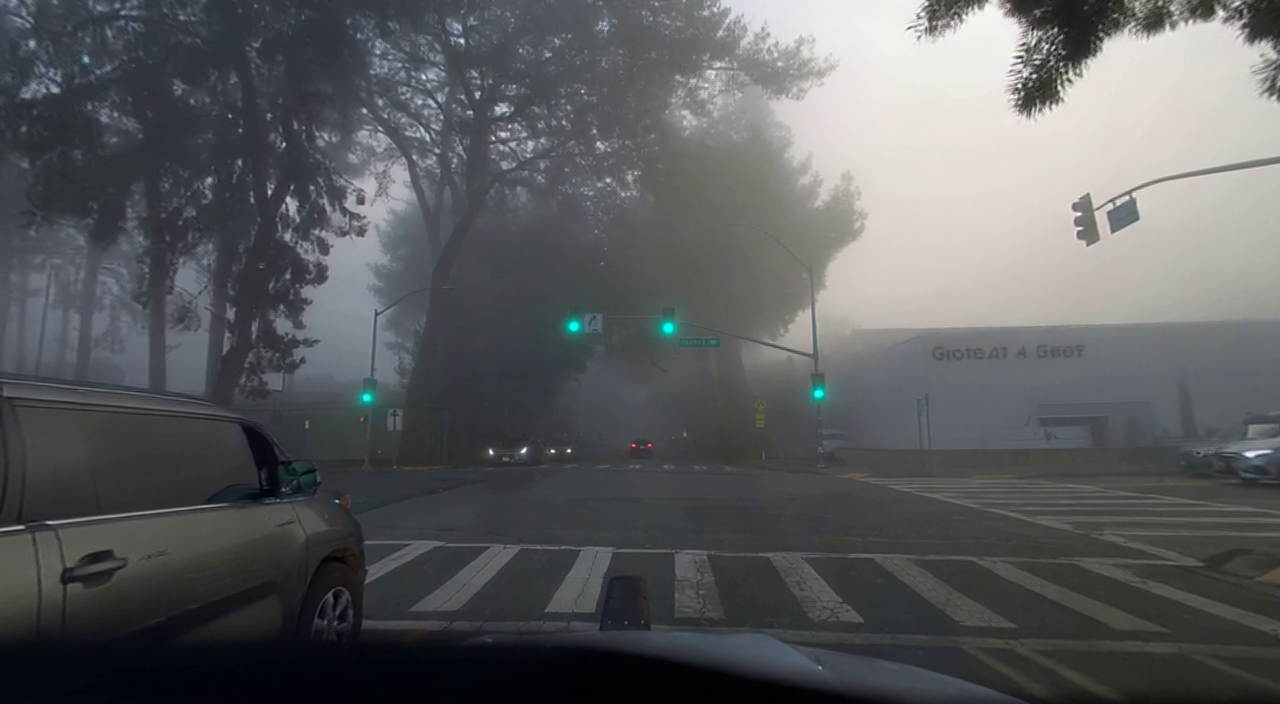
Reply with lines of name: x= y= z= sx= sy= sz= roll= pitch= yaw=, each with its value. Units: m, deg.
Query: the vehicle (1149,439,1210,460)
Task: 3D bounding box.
vehicle: x=41.146 y=7.494 z=48.175 sx=1.767 sy=1.456 sz=4.191 roll=-5 pitch=-11 yaw=15

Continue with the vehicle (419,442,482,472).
vehicle: x=-10.633 y=5.914 z=35.718 sx=2.041 sy=1.548 sz=4.868 roll=0 pitch=-8 yaw=0

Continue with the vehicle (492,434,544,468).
vehicle: x=-7.162 y=5.858 z=37.461 sx=2.081 sy=1.818 sz=4.782 roll=0 pitch=-8 yaw=1

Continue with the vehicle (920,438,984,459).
vehicle: x=21.457 y=6.639 z=43.412 sx=3.576 sy=1.425 sz=1.702 roll=2 pitch=-8 yaw=-11

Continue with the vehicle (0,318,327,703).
vehicle: x=-3.478 y=0.812 z=2.700 sx=2.000 sy=1.789 sz=4.638 roll=0 pitch=-8 yaw=-2

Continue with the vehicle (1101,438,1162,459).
vehicle: x=38.477 y=7.550 z=49.508 sx=1.837 sy=1.514 sz=4.786 roll=-2 pitch=-9 yaw=13
